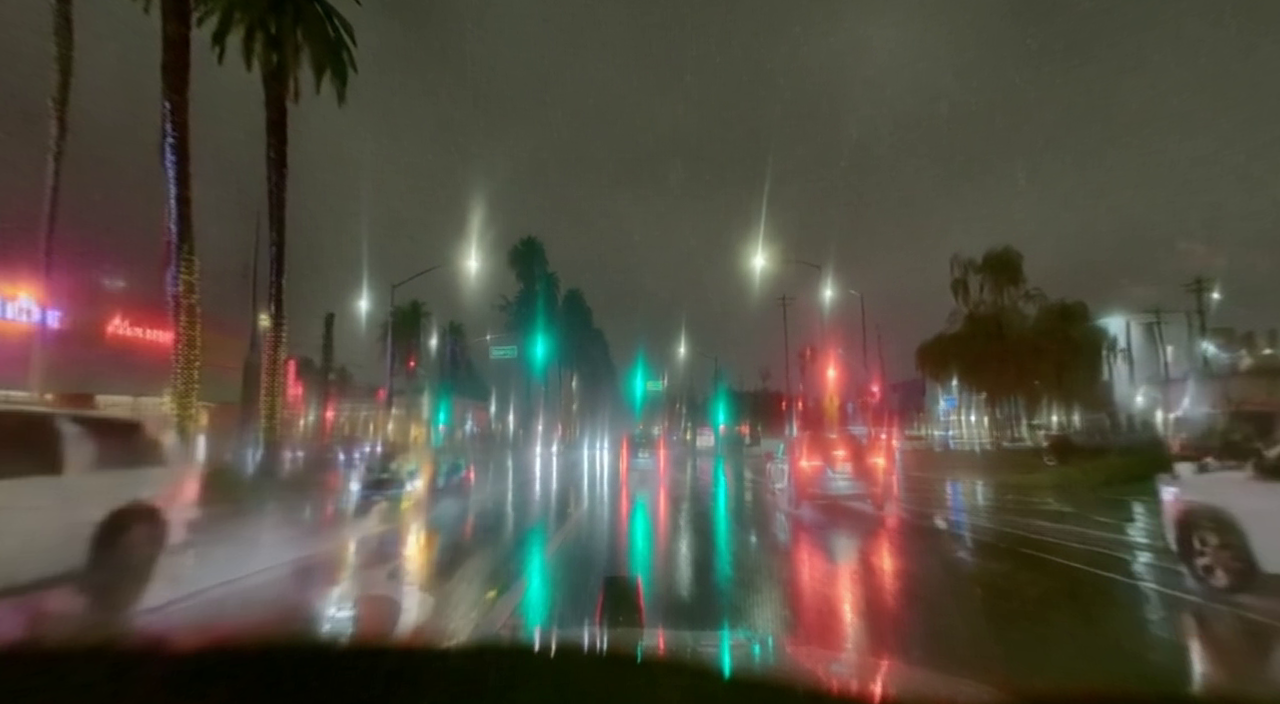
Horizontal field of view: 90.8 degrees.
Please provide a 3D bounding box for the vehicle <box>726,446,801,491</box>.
[{"bbox_3d":[4.373,4.163,23.098,1.963,1.449,4.653,-1,-8,2],"label":"vehicle"}]

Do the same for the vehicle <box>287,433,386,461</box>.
[{"bbox_3d":[-20.728,6.501,43.271,5.674,1.804,2.190,-1,-8,6],"label":"vehicle"}]

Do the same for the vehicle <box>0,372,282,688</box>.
[{"bbox_3d":[-4.785,1.063,3.912,2.341,1.762,4.865,0,-8,-1],"label":"vehicle"}]

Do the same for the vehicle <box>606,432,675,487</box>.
[{"bbox_3d":[-0.022,3.886,23.156,2.264,1.798,4.531,0,-8,-1],"label":"vehicle"}]

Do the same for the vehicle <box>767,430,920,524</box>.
[{"bbox_3d":[4.231,2.655,14.006,2.070,1.711,4.480,-1,-8,3],"label":"vehicle"}]

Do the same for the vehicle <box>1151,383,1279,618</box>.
[{"bbox_3d":[6.218,0.987,3.692,1.981,1.893,5.238,0,-8,-1],"label":"vehicle"}]

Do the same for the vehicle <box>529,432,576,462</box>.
[{"bbox_3d":[-5.620,6.214,41.299,2.324,1.808,4.946,0,-8,1],"label":"vehicle"}]

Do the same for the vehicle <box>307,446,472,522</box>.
[{"bbox_3d":[-5.525,2.923,14.692,2.009,1.461,4.484,0,-8,0],"label":"vehicle"}]

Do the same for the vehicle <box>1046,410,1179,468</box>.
[{"bbox_3d":[17.045,3.087,22.830,3.704,1.556,1.790,-4,-2,-14],"label":"vehicle"}]
